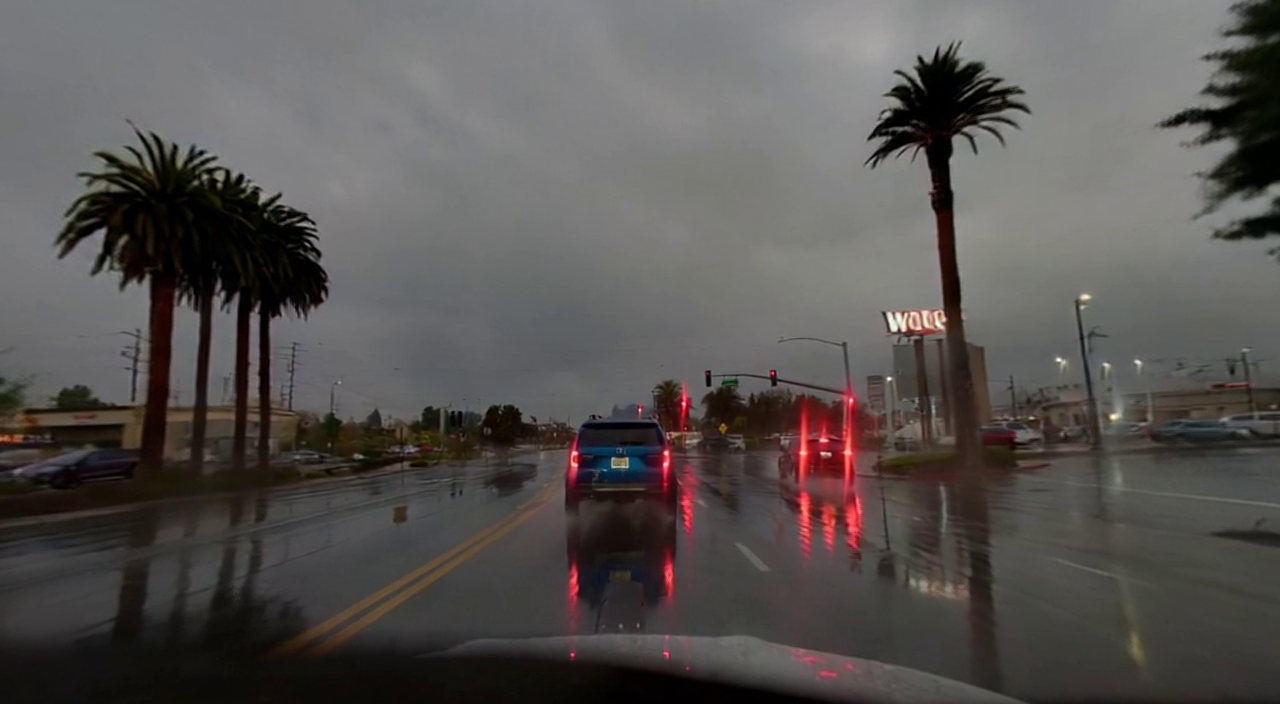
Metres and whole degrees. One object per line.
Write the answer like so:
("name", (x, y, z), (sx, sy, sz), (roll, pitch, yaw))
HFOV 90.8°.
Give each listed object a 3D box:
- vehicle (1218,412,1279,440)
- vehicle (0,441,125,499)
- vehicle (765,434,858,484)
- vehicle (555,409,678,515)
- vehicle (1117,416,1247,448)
("vehicle", (44.254, 5.218, 44.395), (4.931, 1.912, 1.893), (-6, -10, 32))
("vehicle", (-19.304, 3.672, 19.859), (4.510, 1.682, 1.902), (0, -8, 1))
("vehicle", (5.942, 3.762, 22.479), (2.086, 1.560, 4.542), (0, -8, 1))
("vehicle", (-0.535, 2.369, 14.066), (2.263, 1.932, 4.709), (0, -8, -2))
("vehicle", (31.963, 4.797, 37.511), (5.390, 1.773, 2.119), (-4, -9, 26))
